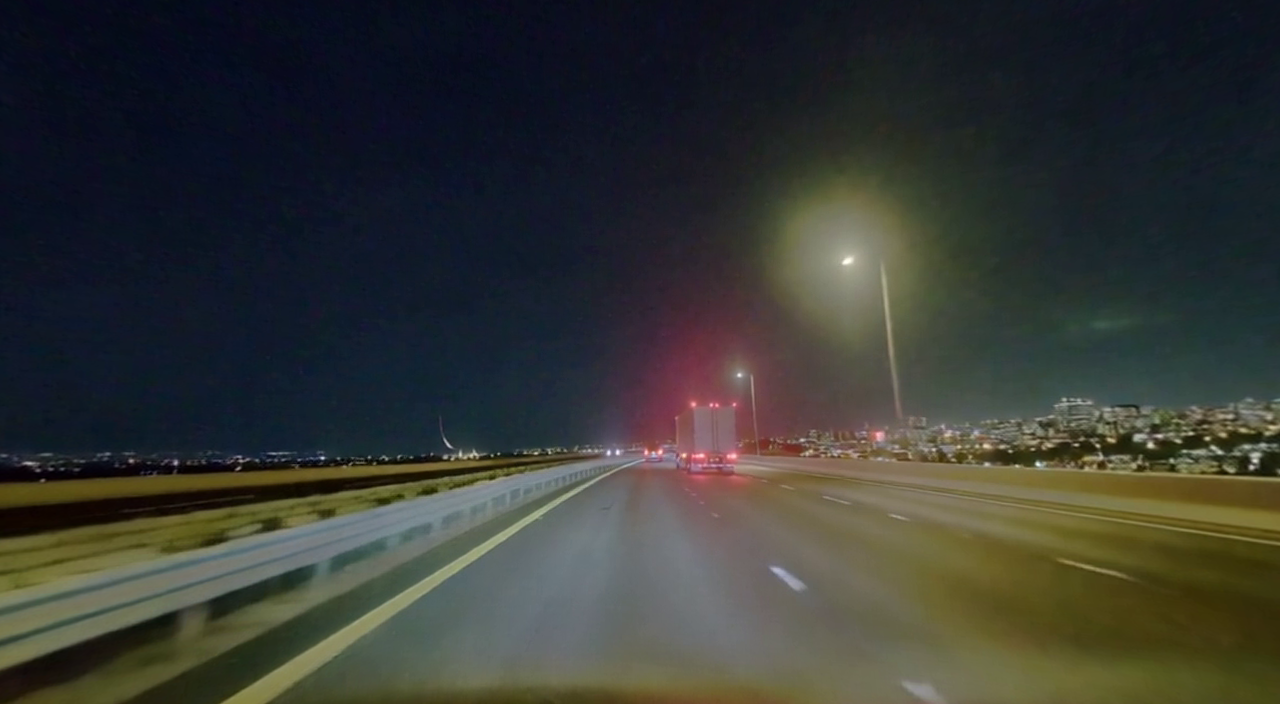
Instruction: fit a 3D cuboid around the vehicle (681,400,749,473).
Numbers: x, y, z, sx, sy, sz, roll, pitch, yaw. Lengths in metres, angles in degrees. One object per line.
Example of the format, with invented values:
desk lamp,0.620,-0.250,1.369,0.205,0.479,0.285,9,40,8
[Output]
vehicle,4.514,5.602,40.951,2.965,4.028,12.529,0,-9,0
